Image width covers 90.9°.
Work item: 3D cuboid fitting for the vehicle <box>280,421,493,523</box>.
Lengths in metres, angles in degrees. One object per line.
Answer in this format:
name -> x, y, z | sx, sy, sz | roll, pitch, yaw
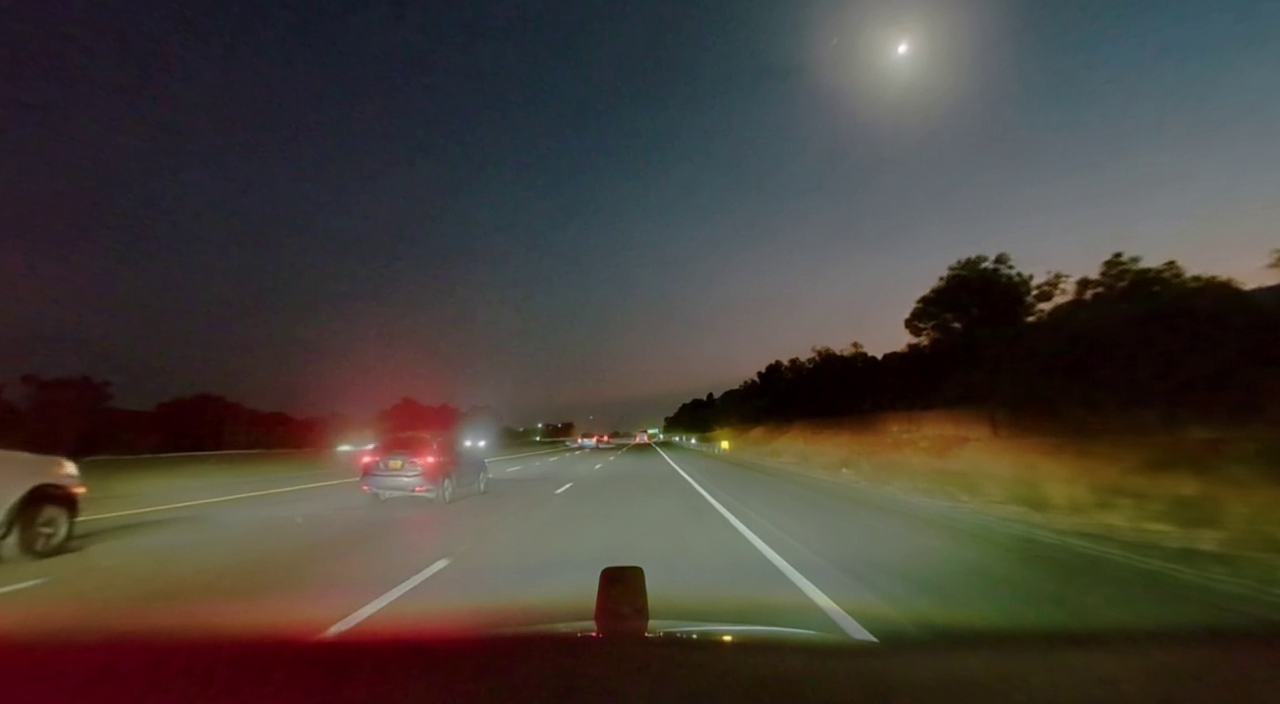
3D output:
vehicle -> -4.482, 2.203, 12.151 | 2.071, 1.556, 4.729 | 0, -8, 1
